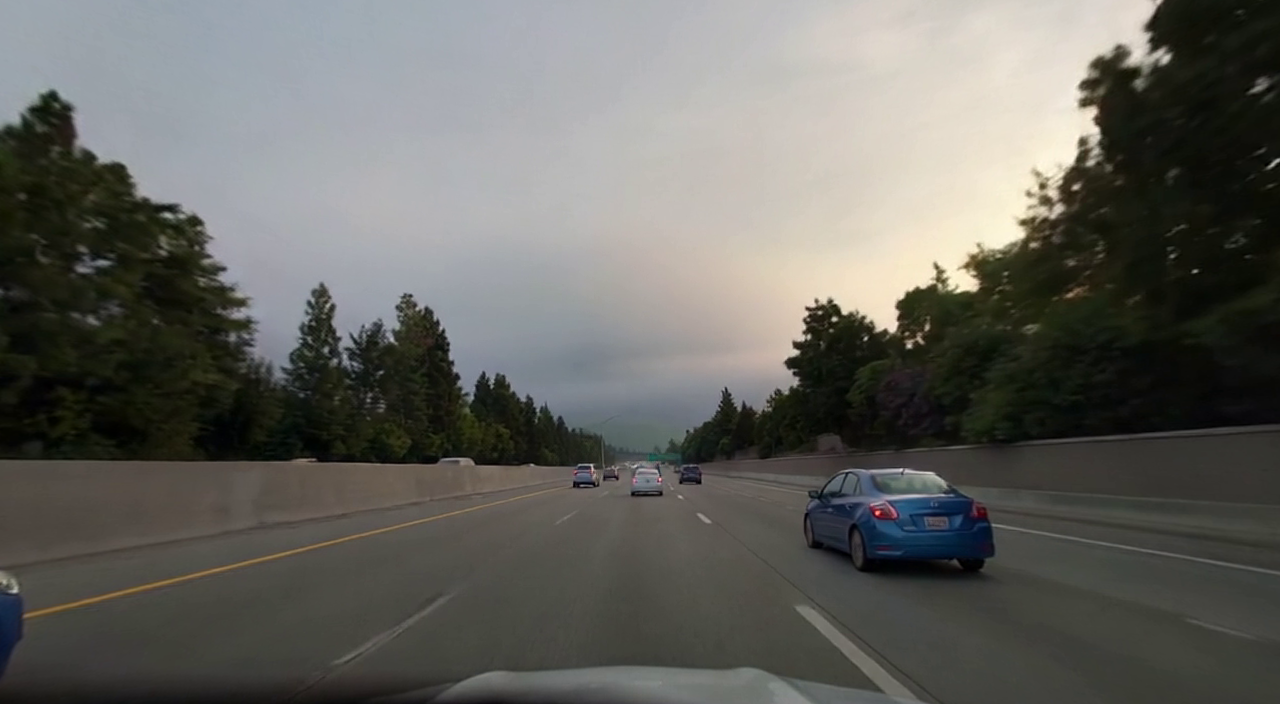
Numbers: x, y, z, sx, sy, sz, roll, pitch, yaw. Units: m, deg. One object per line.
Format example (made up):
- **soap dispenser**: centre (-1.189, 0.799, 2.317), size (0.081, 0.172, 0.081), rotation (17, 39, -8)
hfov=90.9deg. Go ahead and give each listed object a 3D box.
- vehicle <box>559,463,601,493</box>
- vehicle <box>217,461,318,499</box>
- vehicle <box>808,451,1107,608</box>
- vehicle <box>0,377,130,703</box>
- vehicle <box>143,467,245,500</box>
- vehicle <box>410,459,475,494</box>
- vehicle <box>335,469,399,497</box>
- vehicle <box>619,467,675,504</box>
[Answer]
- **vehicle**: centre (-3.594, 7.674, 38.508), size (2.021, 1.706, 4.247), rotation (0, -10, 1)
- **vehicle**: centre (-19.392, 6.680, 33.143), size (1.960, 1.786, 5.223), rotation (0, -10, 2)
- **vehicle**: centre (3.771, 2.170, 8.408), size (1.938, 1.561, 3.786), rotation (1, -10, -1)
- **vehicle**: centre (-3.979, 0.664, 1.384), size (1.999, 1.659, 4.340), rotation (1, -10, 0)
- **vehicle**: centre (-23.183, 6.834, 33.022), size (1.946, 1.549, 4.551), rotation (1, -10, 1)
- **vehicle**: centre (-11.558, 7.329, 37.270), size (2.143, 1.845, 4.823), rotation (0, -10, 2)
- **vehicle**: centre (-15.627, 7.500, 36.253), size (1.847, 1.472, 3.787), rotation (0, -10, 1)
- **vehicle**: centre (0.299, 5.759, 27.485), size (2.241, 1.425, 3.973), rotation (1, -10, 0)
